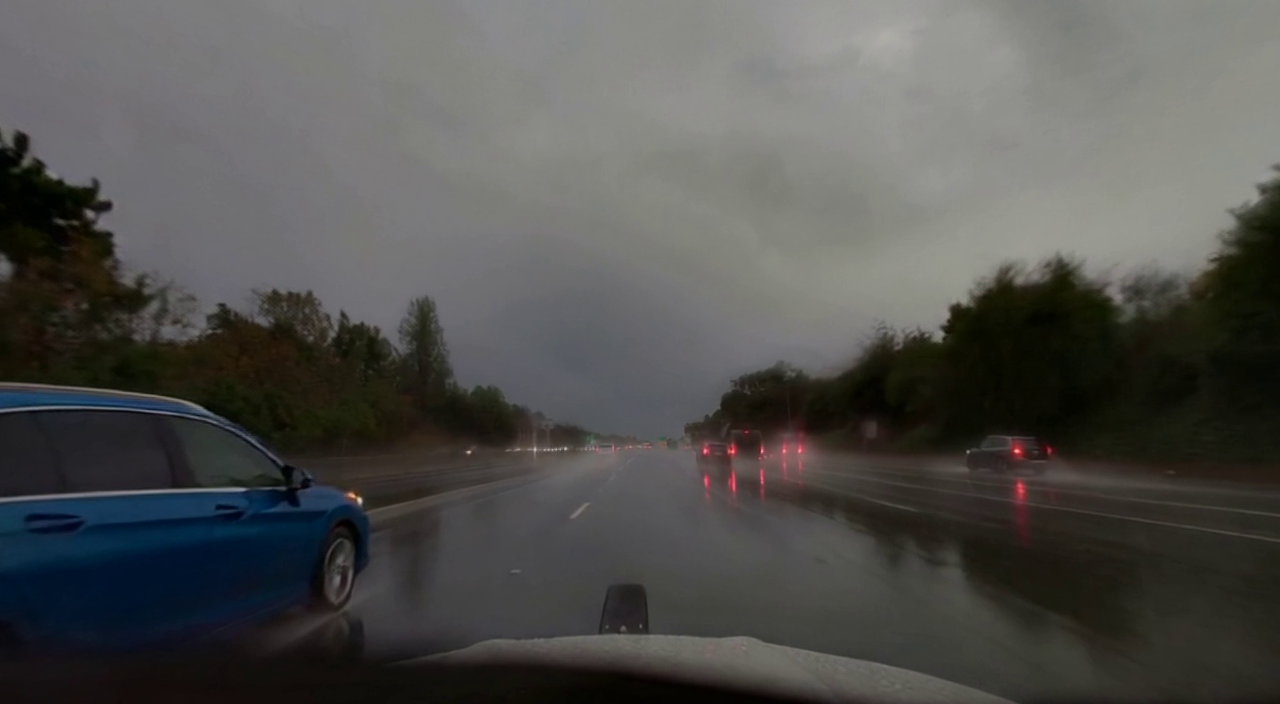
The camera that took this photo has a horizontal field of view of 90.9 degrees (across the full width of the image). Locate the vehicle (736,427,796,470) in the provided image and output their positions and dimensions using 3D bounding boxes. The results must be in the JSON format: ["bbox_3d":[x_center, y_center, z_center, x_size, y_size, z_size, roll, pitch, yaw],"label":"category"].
[{"bbox_3d":[8.055,6.252,40.907,2.729,2.628,4.875,0,-9,-2],"label":"vehicle"}]

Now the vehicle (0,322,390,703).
[{"bbox_3d":[-3.438,0.899,3.083,2.218,1.764,5.229,0,-9,1],"label":"vehicle"}]

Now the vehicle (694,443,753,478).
[{"bbox_3d":[3.800,5.044,29.567,2.080,1.493,4.674,0,-9,-1],"label":"vehicle"}]

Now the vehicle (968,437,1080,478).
[{"bbox_3d":[20.669,5.685,34.360,2.221,1.995,5.803,0,-9,-3],"label":"vehicle"}]

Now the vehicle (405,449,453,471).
[{"bbox_3d":[-15.648,8.022,47.064,1.962,1.475,4.521,0,-9,1],"label":"vehicle"}]
